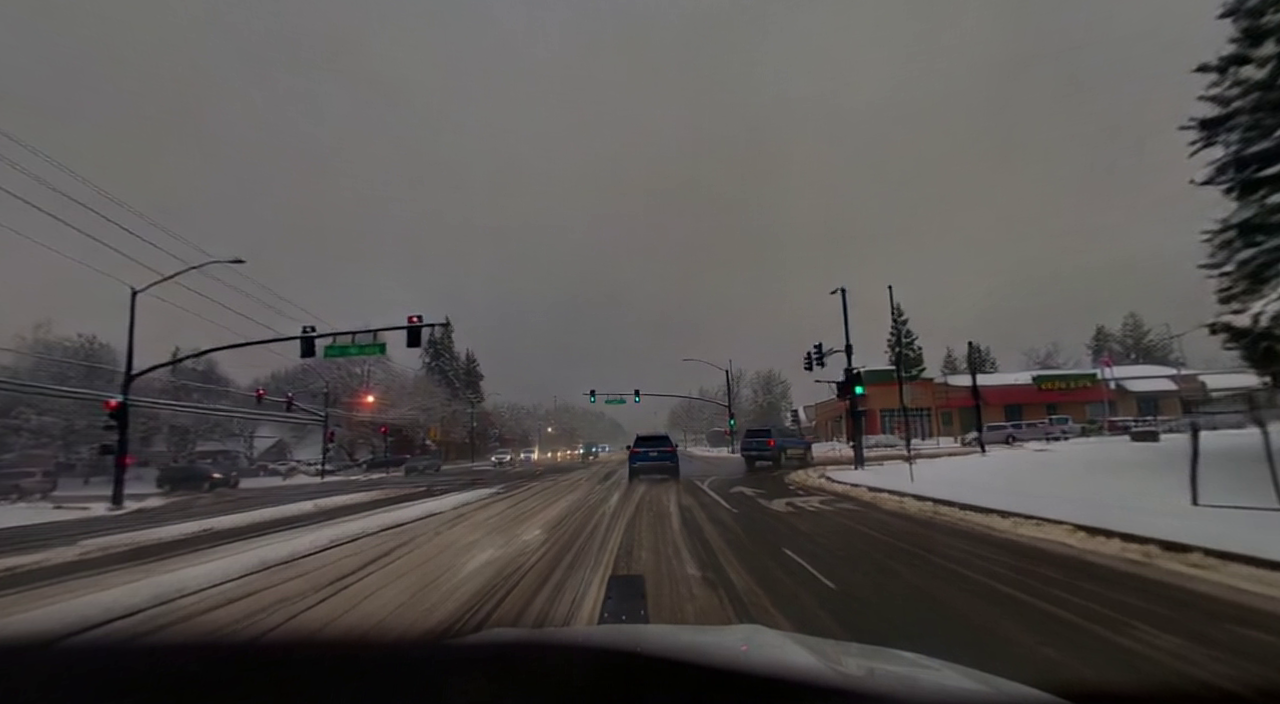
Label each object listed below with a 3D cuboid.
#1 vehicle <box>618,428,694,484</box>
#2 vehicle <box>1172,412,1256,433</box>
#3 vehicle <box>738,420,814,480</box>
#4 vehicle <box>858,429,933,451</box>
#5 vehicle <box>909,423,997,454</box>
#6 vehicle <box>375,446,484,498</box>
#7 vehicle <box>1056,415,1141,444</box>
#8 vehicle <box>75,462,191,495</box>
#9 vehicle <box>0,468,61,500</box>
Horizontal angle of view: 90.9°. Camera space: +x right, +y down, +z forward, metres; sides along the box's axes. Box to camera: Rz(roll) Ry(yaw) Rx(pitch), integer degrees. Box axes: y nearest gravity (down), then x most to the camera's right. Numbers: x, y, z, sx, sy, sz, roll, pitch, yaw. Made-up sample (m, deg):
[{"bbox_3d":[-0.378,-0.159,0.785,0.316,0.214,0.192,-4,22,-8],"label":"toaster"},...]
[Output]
[{"bbox_3d":[0.524,3.893,23.801,2.513,1.854,5.235,0,-8,0],"label":"vehicle"},{"bbox_3d":[43.703,5.363,48.060,4.379,1.492,1.995,0,-9,0],"label":"vehicle"},{"bbox_3d":[5.788,4.037,26.193,2.452,2.148,5.877,-3,-9,18],"label":"vehicle"},{"bbox_3d":[17.857,6.188,44.252,4.430,1.480,1.923,0,-9,-1],"label":"vehicle"},{"bbox_3d":[18.756,5.193,37.866,4.386,1.760,2.228,3,-9,-20],"label":"vehicle"},{"bbox_3d":[-6.577,3.767,20.311,1.966,1.461,4.422,0,-9,0],"label":"vehicle"},{"bbox_3d":[34.506,5.878,47.527,4.819,1.562,1.877,-6,-8,-2],"label":"vehicle"},{"bbox_3d":[-29.747,7.422,37.092,4.890,1.806,2.205,0,-8,2],"label":"vehicle"},{"bbox_3d":[-37.753,7.824,37.426,4.839,1.742,1.993,0,-8,2],"label":"vehicle"}]
